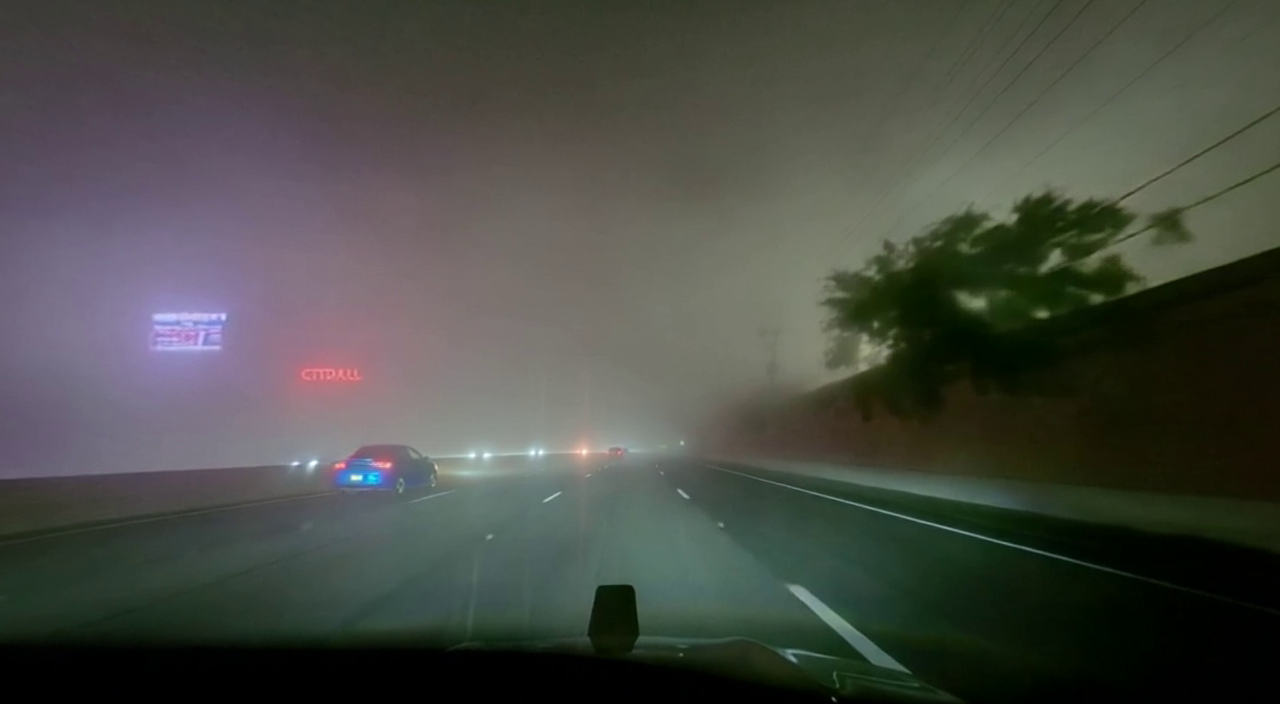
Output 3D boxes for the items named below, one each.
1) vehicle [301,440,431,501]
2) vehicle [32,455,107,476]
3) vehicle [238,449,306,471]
[{"bbox_3d":[-7.797,3.386,18.463,2.013,1.574,3.923,0,-9,0],"label":"vehicle"},{"bbox_3d":[-44.297,8.777,49.184,1.868,1.466,4.303,0,-9,-2],"label":"vehicle"},{"bbox_3d":[-25.553,7.481,44.101,1.851,1.434,4.694,0,-9,1],"label":"vehicle"}]
